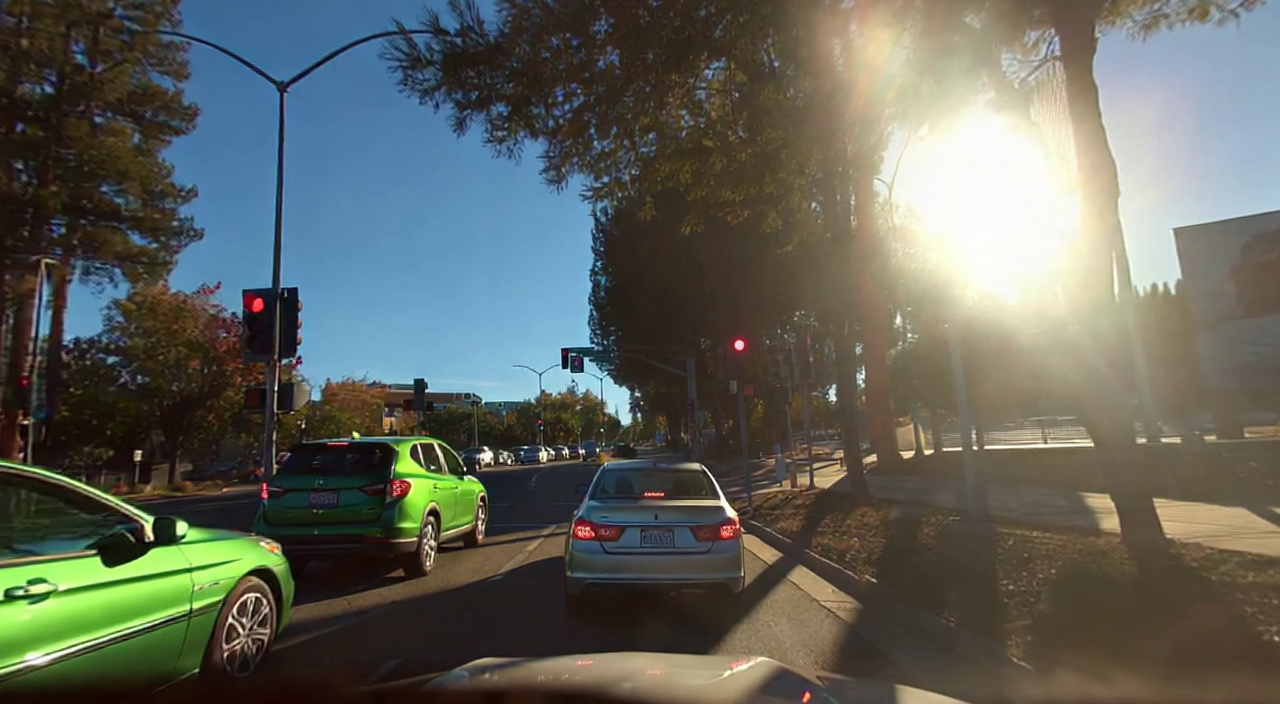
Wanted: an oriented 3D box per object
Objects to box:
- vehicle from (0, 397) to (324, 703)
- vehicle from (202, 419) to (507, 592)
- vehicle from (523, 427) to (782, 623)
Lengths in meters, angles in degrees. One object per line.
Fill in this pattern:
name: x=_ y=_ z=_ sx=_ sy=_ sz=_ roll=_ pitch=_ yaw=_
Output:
vehicle: x=-3.152 y=0.966 z=2.417 sx=1.808 sy=1.520 sz=3.846 roll=-1 pitch=-9 yaw=1
vehicle: x=-3.172 y=1.793 z=8.137 sx=1.950 sy=1.628 sz=4.082 roll=-1 pitch=-9 yaw=1
vehicle: x=0.031 y=1.591 z=6.622 sx=1.977 sy=1.467 sz=3.474 roll=0 pitch=-9 yaw=-2
